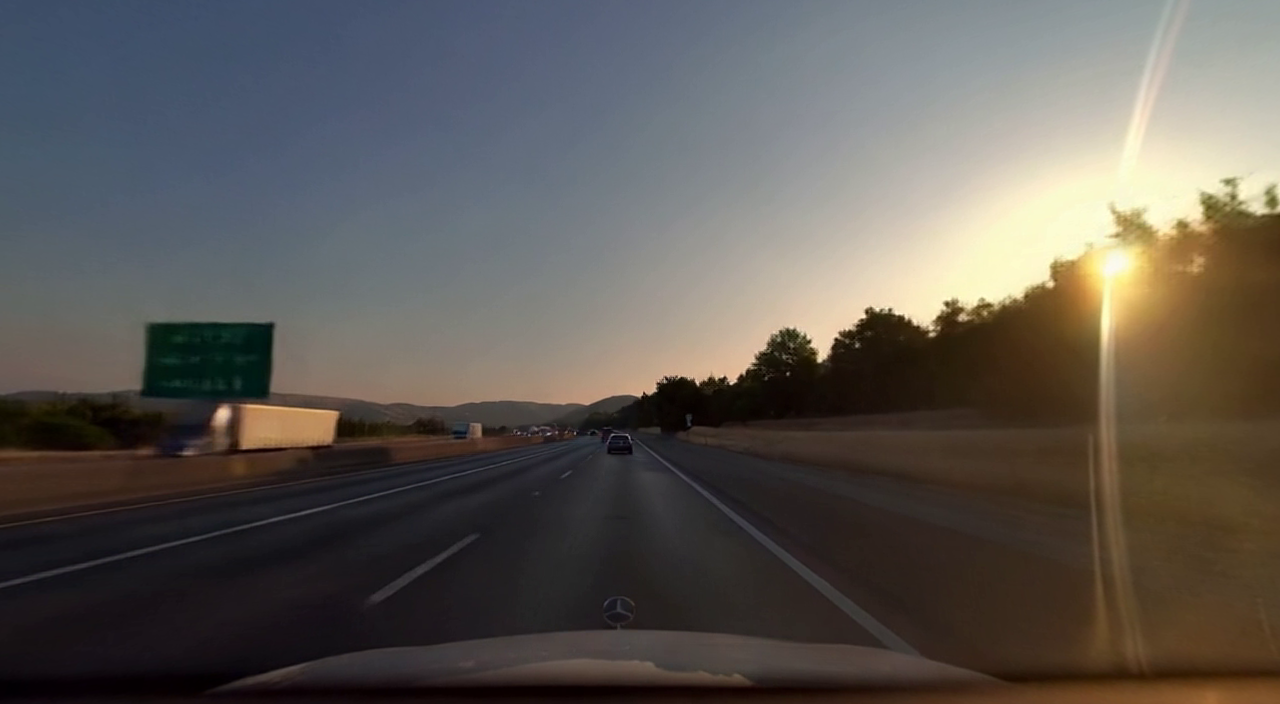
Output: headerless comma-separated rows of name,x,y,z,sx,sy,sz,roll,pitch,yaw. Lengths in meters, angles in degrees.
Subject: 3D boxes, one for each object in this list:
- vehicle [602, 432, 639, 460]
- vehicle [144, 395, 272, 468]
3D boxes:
vehicle,-1.077,5.214,35.202,1.948,1.470,3.913,0,-8,-2
vehicle,-24.230,4.523,35.734,2.958,3.757,5.987,0,-8,-1
